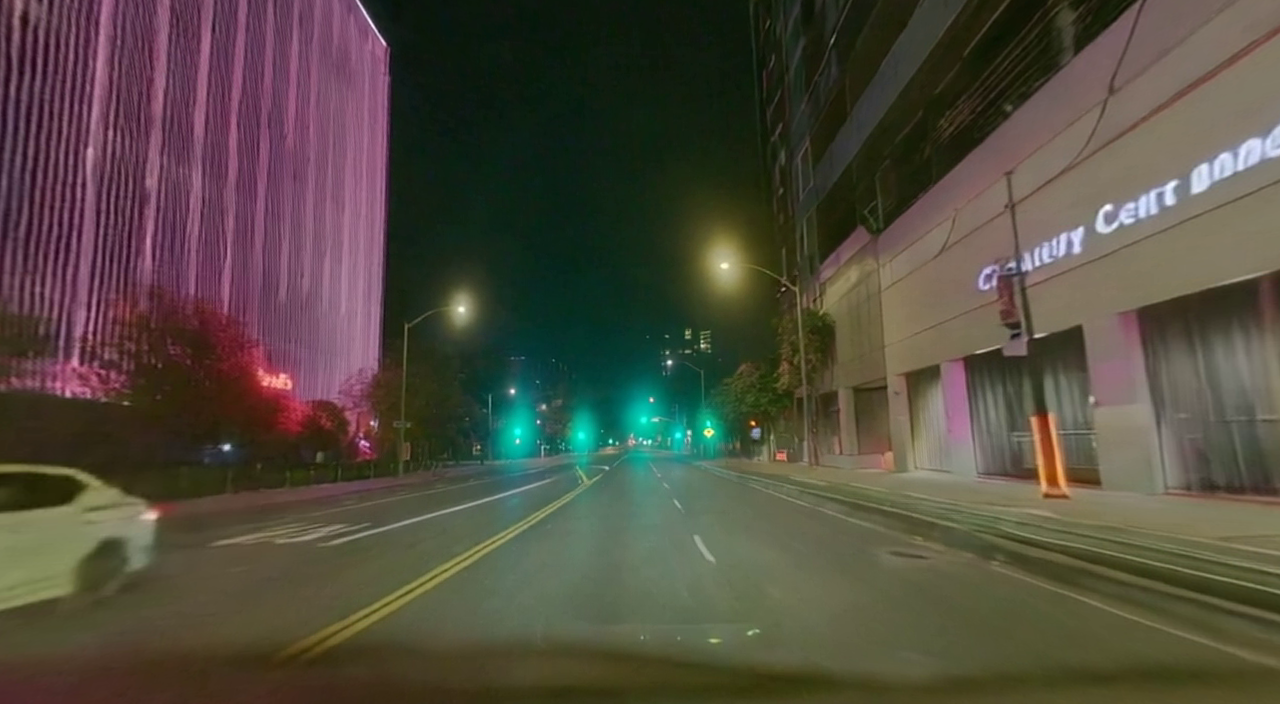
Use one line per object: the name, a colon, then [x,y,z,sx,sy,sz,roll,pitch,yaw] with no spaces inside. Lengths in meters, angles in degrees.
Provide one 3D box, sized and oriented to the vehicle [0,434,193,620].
vehicle: [-6.472,1.455,5.128,2.037,1.563,4.754,-1,-8,3]
